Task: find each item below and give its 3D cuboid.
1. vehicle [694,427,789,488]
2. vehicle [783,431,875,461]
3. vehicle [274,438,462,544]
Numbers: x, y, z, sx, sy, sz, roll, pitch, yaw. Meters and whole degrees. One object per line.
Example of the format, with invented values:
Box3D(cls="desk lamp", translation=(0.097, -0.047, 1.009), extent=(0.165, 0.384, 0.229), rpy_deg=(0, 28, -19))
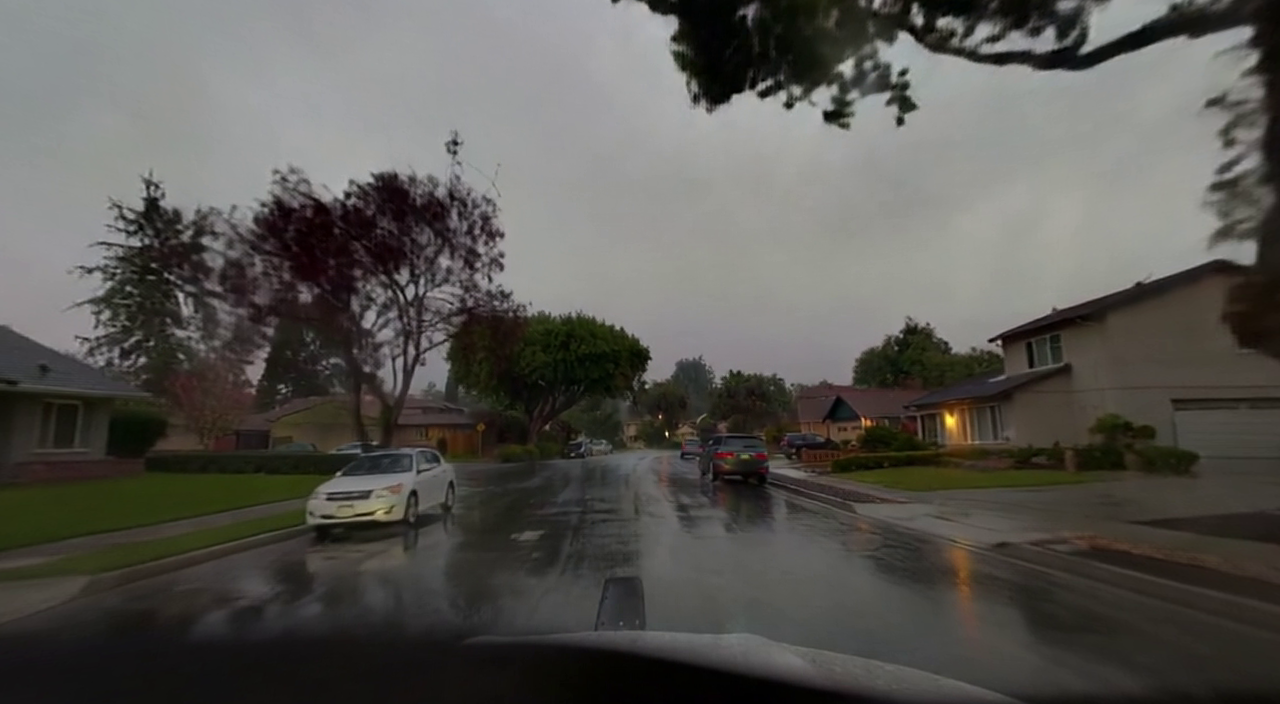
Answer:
Box3D(cls="vehicle", translation=(3.244, 3.517, 21.365), extent=(2.228, 1.813, 4.901), rpy_deg=(0, -8, -2))
Box3D(cls="vehicle", translation=(11.185, 5.588, 37.608), extent=(4.781, 1.700, 1.914), rpy_deg=(1, -8, -4))
Box3D(cls="vehicle", translation=(-4.817, 2.439, 12.040), extent=(1.981, 1.463, 4.631), rpy_deg=(0, -7, -6))
